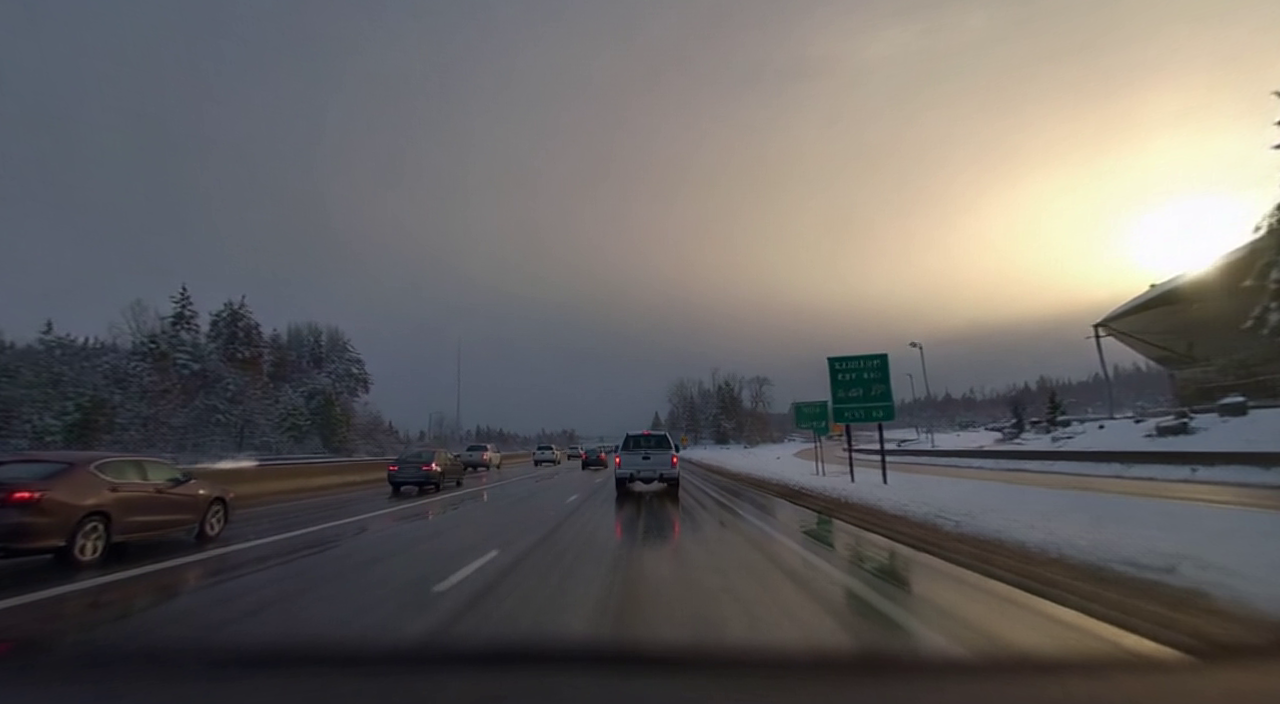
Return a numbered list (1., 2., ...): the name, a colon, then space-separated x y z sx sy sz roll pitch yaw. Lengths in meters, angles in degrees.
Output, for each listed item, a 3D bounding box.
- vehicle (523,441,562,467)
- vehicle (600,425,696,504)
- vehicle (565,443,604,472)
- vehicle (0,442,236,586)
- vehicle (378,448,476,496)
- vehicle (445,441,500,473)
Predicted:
1. vehicle: -7.363 7.761 48.045 2.106 1.816 4.936 0 -9 0
2. vehicle: 0.198 2.856 16.302 2.152 1.779 3.924 0 -9 1
3. vehicle: -3.331 6.432 38.526 1.952 1.649 4.131 0 -9 1
4. vehicle: -7.455 1.886 7.941 1.864 1.458 4.295 0 -9 0
5. vehicle: -7.212 4.073 21.841 1.869 1.466 4.217 0 -9 1
6. vehicle: -11.121 6.992 42.296 2.157 1.941 5.544 0 -9 0
